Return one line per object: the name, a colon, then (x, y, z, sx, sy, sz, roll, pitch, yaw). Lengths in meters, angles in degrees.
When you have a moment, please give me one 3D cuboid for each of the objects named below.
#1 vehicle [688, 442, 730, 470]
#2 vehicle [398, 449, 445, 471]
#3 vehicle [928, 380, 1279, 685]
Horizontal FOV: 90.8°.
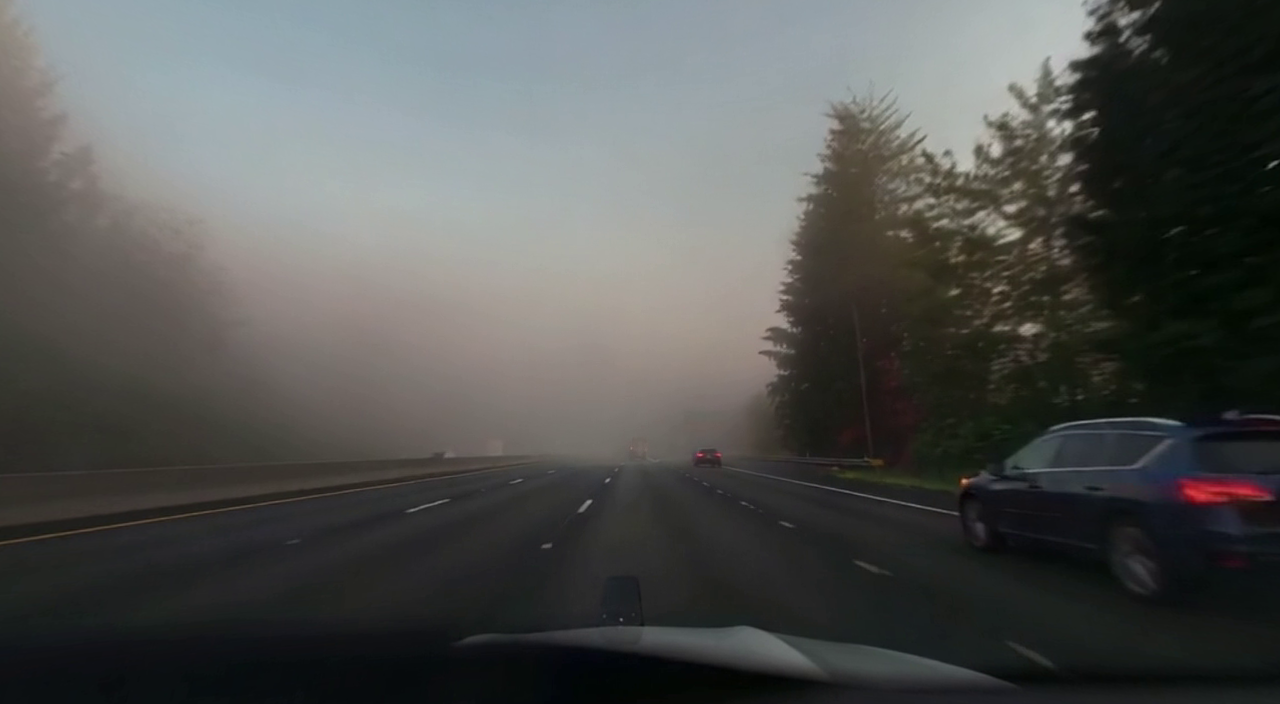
vehicle: (4.386, 6.666, 40.671, 2.096, 1.712, 4.697, 0, -9, -1)
vehicle: (-15.616, 7.746, 45.347, 1.863, 1.472, 4.351, 0, -9, 0)
vehicle: (4.345, 1.210, 5.006, 1.929, 1.604, 4.478, 0, -9, -1)
